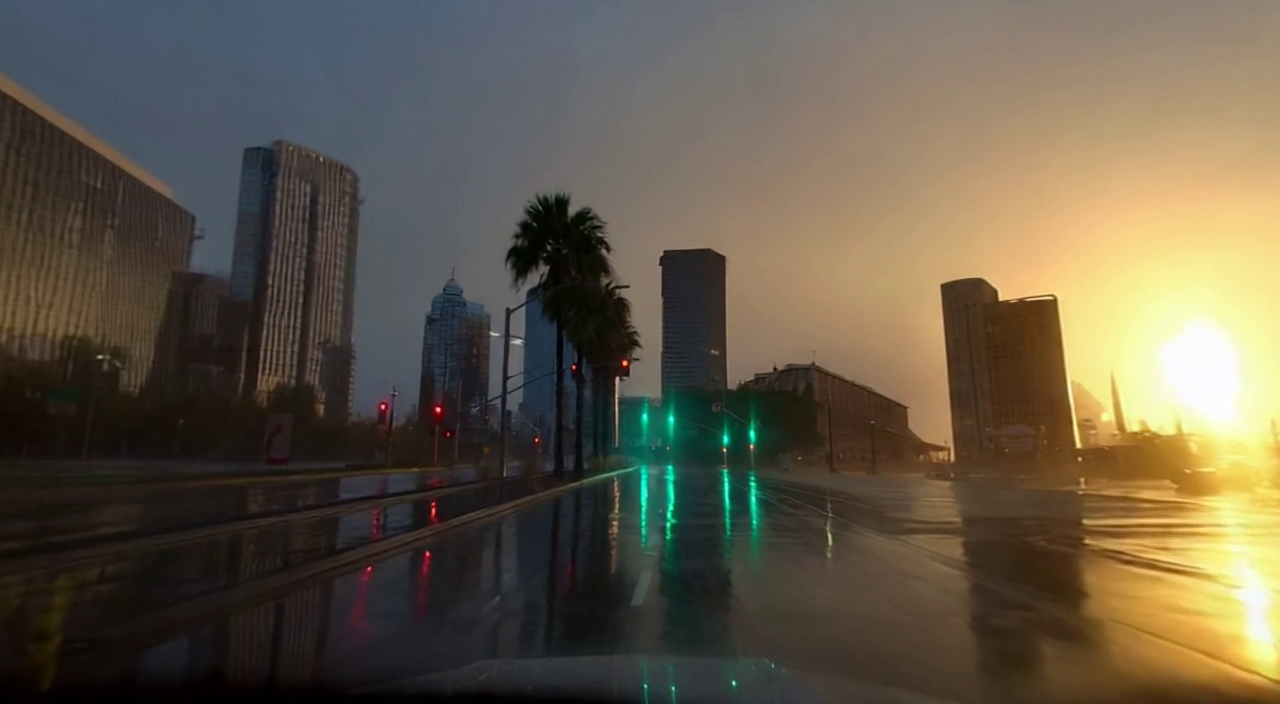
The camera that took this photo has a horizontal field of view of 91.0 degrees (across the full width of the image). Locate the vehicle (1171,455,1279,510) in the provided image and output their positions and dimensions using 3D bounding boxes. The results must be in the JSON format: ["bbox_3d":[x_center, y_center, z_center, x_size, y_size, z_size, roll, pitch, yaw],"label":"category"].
[{"bbox_3d":[29.719,6.344,30.402,2.599,2.380,6.013,-2,-14,-1],"label":"vehicle"}]
